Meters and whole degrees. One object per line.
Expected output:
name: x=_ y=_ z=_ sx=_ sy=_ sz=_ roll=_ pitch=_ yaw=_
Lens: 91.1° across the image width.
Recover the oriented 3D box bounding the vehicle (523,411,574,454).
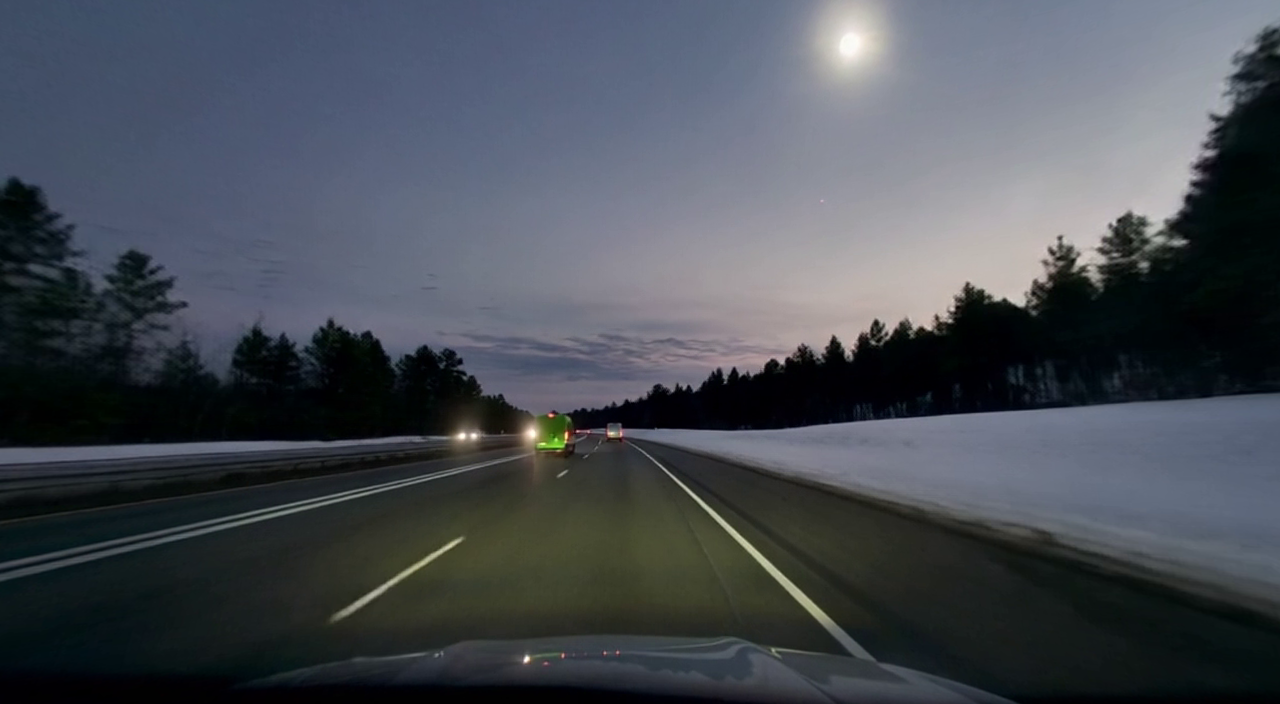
vehicle: x=-5.721 y=5.171 z=40.143 sx=2.561 sy=2.509 sz=5.465 roll=0 pitch=-8 yaw=-1
